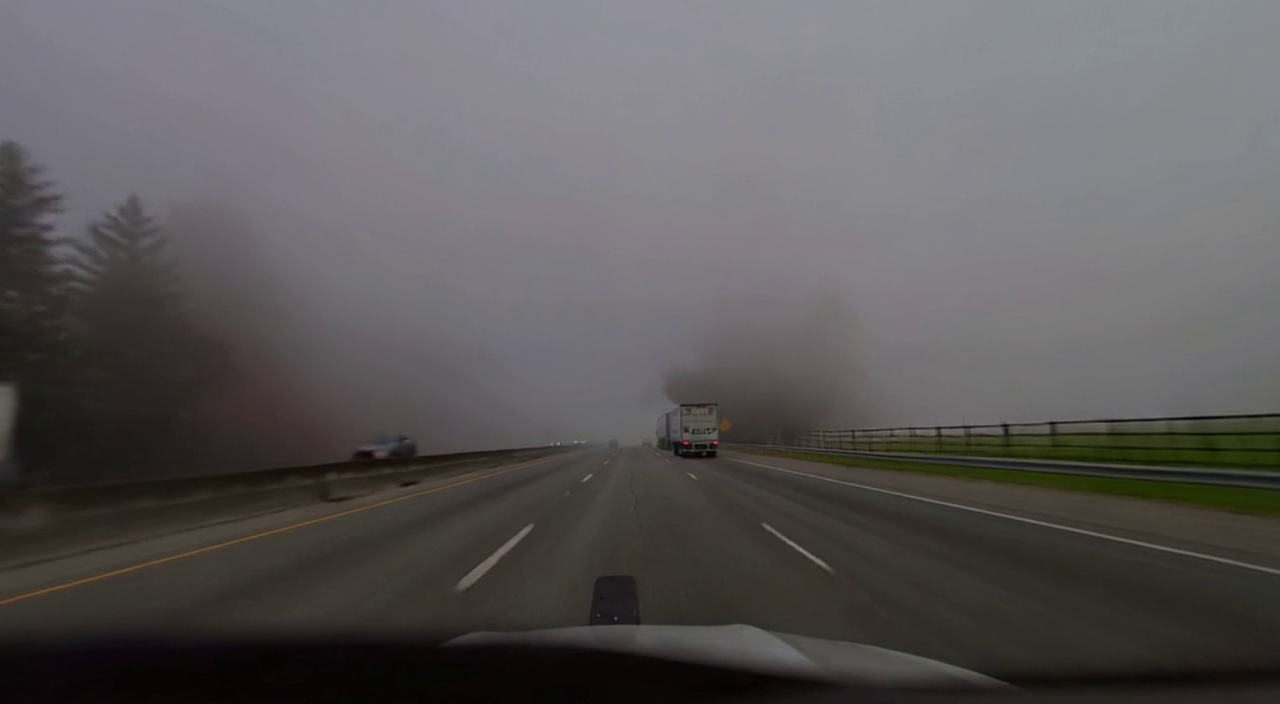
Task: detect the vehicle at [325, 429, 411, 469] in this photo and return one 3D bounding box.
[{"bbox_3d":[-12.935,4.638,30.321,2.061,1.728,4.748,-1,-8,-1],"label":"vehicle"}]

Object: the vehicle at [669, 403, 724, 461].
[{"bbox_3d":[3.547,5.300,41.341,2.766,3.349,7.796,-1,-8,0],"label":"vehicle"}]
